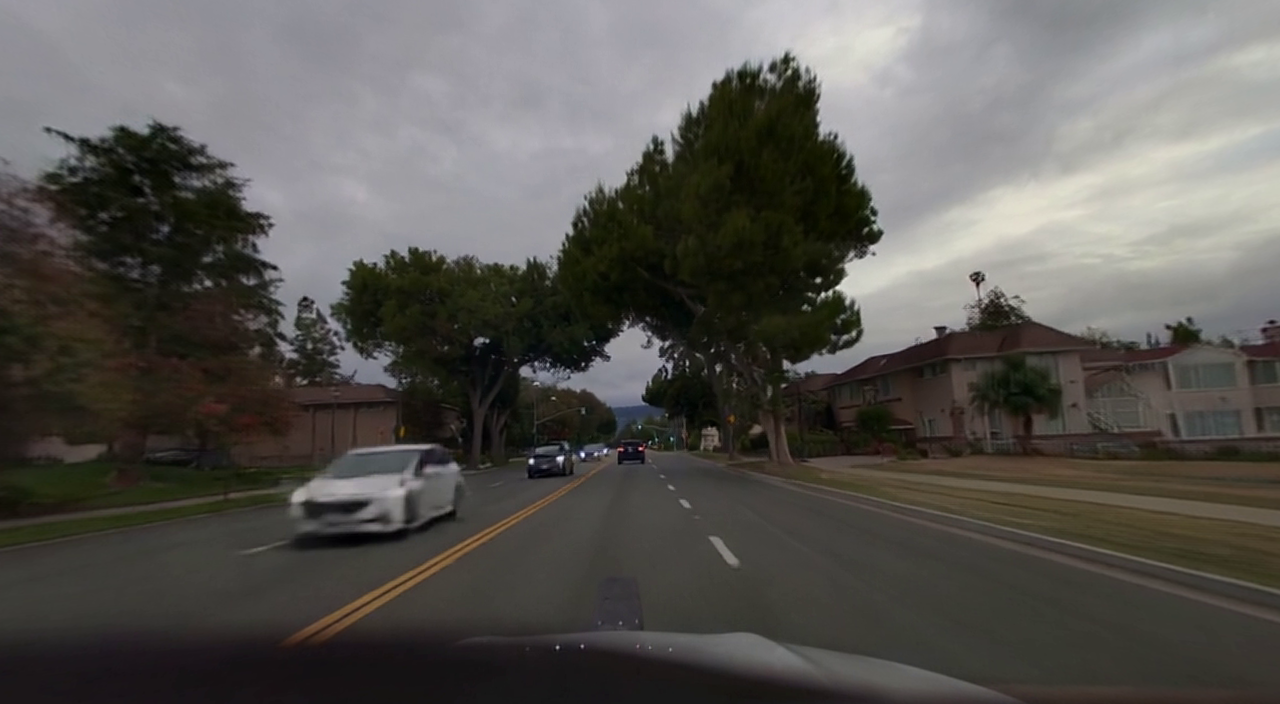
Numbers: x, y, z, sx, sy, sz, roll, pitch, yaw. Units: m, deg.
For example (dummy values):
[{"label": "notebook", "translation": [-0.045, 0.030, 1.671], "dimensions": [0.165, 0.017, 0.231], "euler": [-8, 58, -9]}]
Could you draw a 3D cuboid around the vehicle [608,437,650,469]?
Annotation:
[{"label": "vehicle", "translation": [-0.640, 6.552, 41.228], "dimensions": [2.554, 1.902, 5.329], "euler": [-1, -9, 0]}]

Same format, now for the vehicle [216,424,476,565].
[{"label": "vehicle", "translation": [-4.165, 2.063, 9.889], "dimensions": [2.115, 1.638, 4.098], "euler": [-2, -9, 0]}]

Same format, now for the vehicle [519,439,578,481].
[{"label": "vehicle", "translation": [-4.070, 4.902, 28.879], "dimensions": [1.977, 1.729, 4.625], "euler": [-1, -9, 0]}]
